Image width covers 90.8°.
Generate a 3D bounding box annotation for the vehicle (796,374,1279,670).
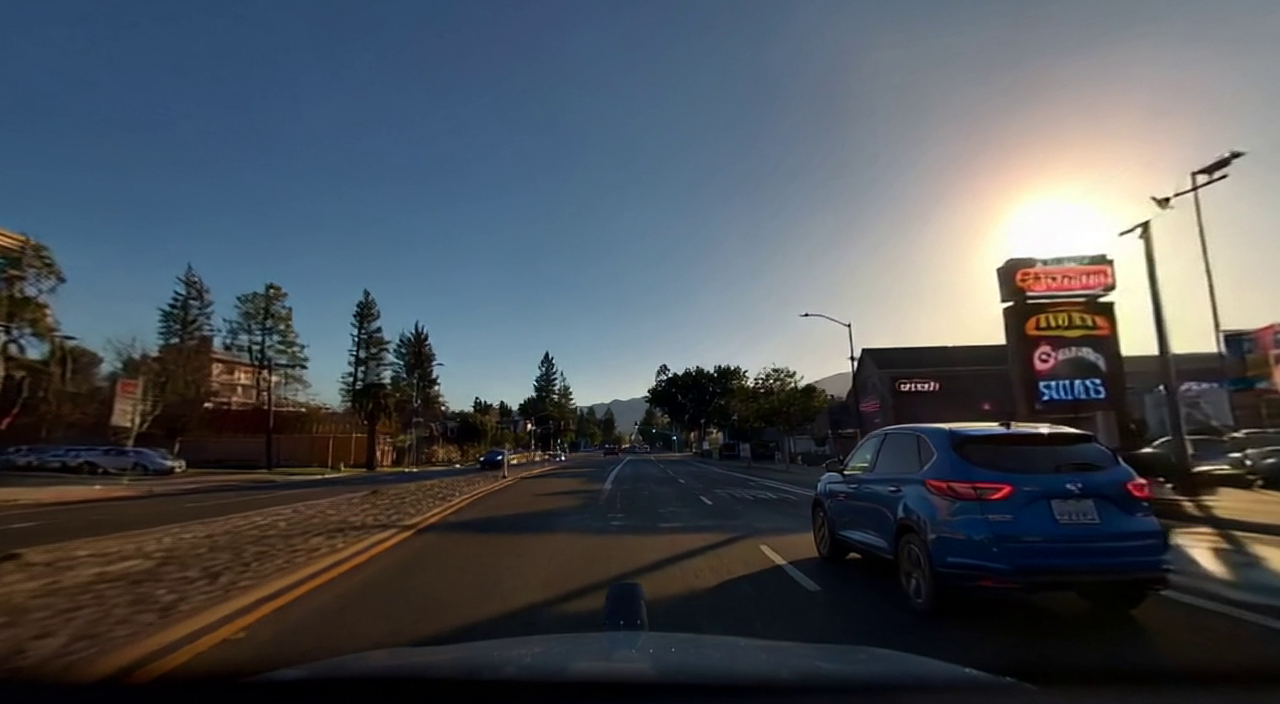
[{"bbox_3d":[3.197,1.371,6.209,2.130,1.790,4.615,0,-9,0],"label":"vehicle"}]
